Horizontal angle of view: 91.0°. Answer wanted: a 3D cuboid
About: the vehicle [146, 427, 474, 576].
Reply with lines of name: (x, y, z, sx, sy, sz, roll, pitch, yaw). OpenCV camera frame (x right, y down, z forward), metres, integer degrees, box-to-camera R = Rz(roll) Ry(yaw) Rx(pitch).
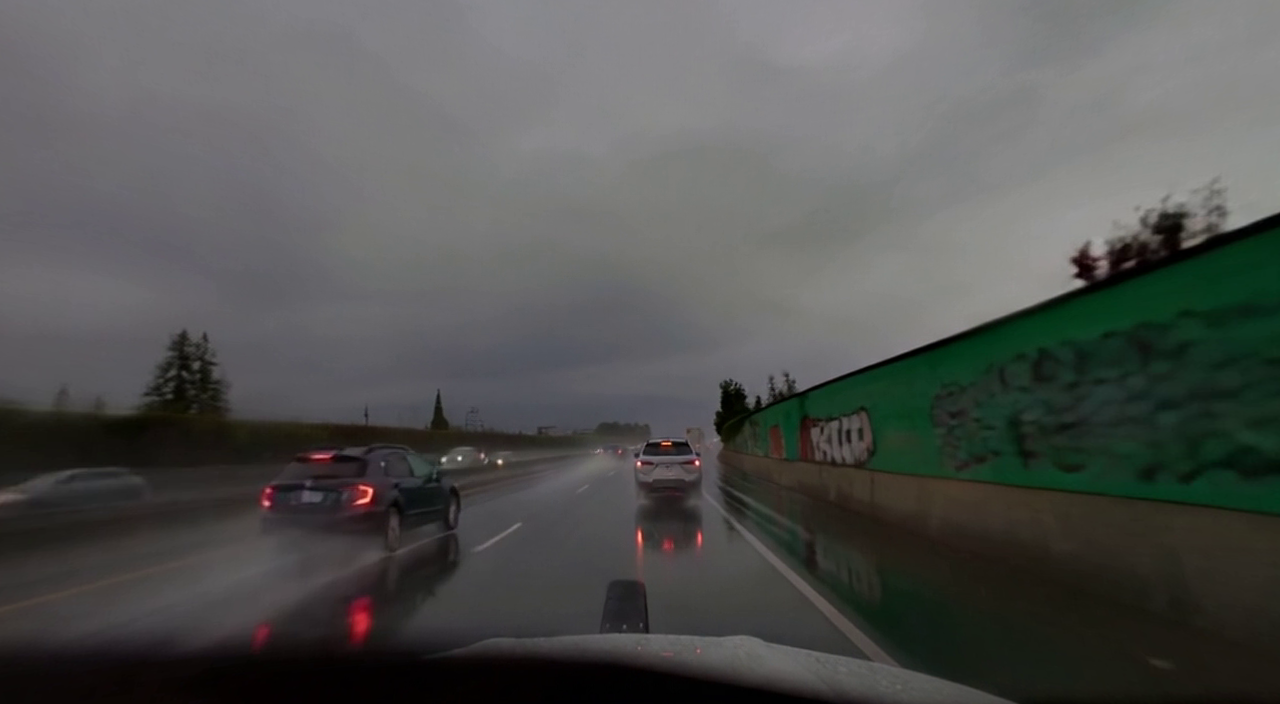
vehicle: (-3.868, 1.801, 8.437, 2.059, 1.471, 4.152, 0, -8, 2)

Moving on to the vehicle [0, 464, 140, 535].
vehicle: (-15.047, 3.625, 15.917, 1.692, 1.413, 3.747, 0, -8, 0)

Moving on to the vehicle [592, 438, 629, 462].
vehicle: (-1.955, 6.704, 43.066, 2.105, 1.571, 3.727, -1, -8, 4)

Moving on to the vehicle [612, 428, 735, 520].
vehicle: (0.577, 2.353, 12.653, 2.077, 1.533, 3.854, 0, -8, 1)
